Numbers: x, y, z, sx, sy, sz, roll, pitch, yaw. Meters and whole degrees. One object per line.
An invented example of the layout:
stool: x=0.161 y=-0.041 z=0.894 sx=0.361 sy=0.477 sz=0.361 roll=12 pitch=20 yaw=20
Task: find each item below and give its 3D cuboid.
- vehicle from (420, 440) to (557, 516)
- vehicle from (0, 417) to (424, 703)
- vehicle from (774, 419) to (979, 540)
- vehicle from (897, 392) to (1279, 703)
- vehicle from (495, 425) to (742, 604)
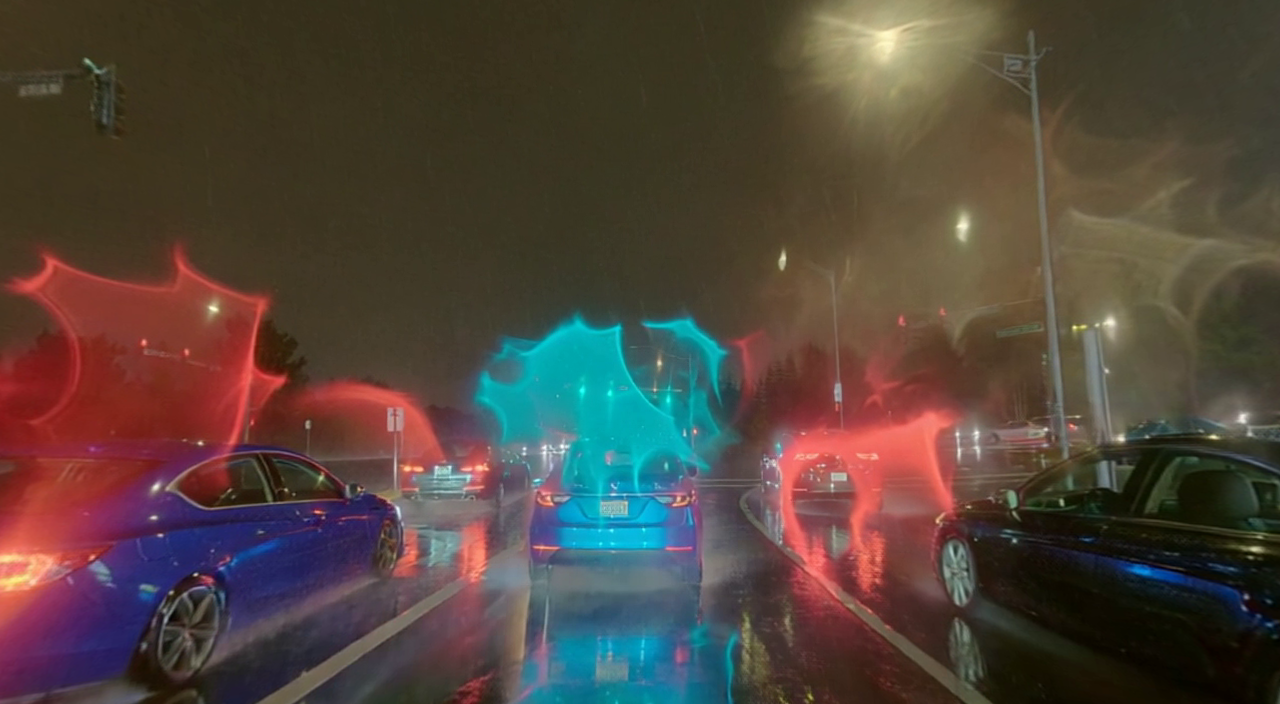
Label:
vehicle: x=-3.197 y=2.736 z=14.229 sx=1.839 sy=1.438 sz=4.109 roll=-1 pitch=-8 yaw=3
vehicle: x=-3.410 y=1.321 z=4.755 sx=1.980 sy=1.454 sz=4.226 roll=0 pitch=-8 yaw=1
vehicle: x=3.763 y=2.104 z=10.990 sx=2.007 sy=1.683 sz=4.171 roll=0 pitch=-8 yaw=1
vehicle: x=3.442 y=1.116 z=3.792 sx=1.981 sy=1.499 sz=4.536 roll=0 pitch=-8 yaw=2
vehicle: x=-0.170 y=1.663 z=7.340 sx=2.059 sy=1.477 sz=3.988 roll=0 pitch=-8 yaw=0
